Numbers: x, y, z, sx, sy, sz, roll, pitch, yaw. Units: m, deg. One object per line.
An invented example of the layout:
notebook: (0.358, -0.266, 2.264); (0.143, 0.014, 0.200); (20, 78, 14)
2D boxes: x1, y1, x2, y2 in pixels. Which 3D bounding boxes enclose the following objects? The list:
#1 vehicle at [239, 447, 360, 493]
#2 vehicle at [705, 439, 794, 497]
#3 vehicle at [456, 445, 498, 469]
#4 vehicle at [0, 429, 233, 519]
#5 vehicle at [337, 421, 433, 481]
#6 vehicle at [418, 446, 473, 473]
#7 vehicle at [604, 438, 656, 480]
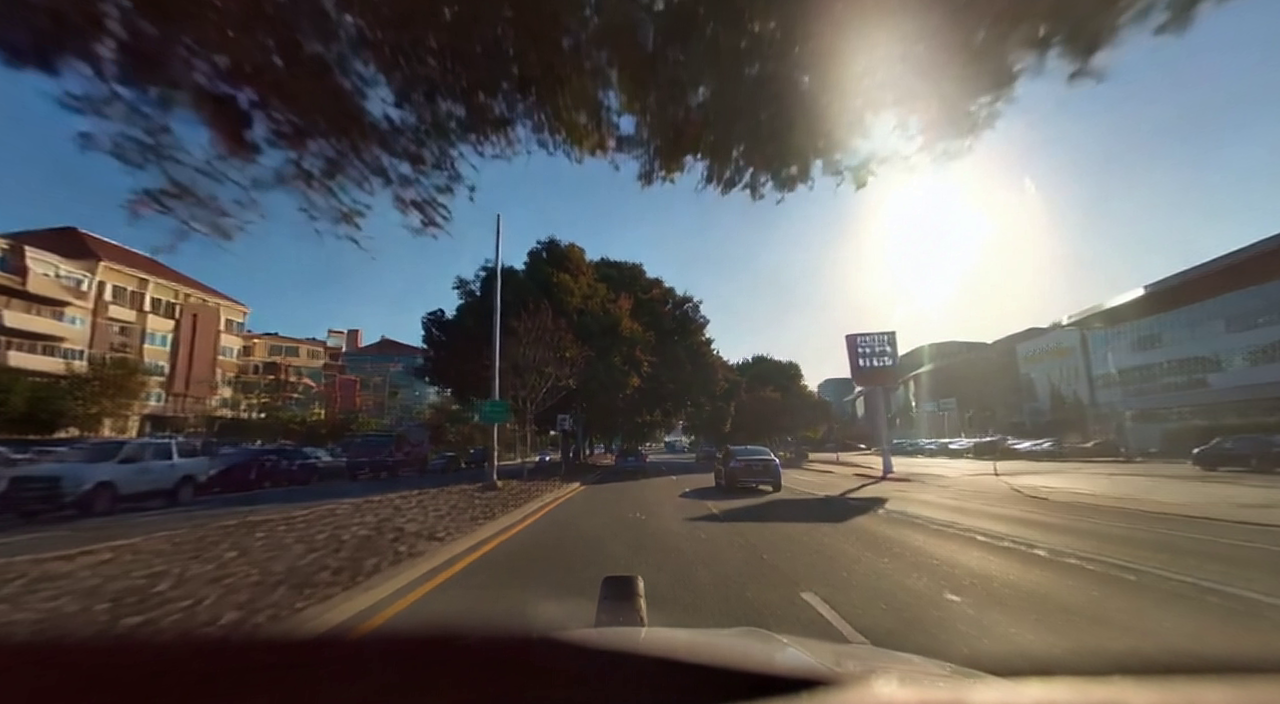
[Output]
vehicle: (-12.165, 4.203, 22.974); (1.923, 1.502, 4.422); (0, -9, 0)
vehicle: (3.068, 3.341, 18.546); (1.852, 1.498, 3.825); (0, -9, -1)
vehicle: (-12.215, 7.883, 47.699); (2.002, 1.686, 4.477); (-1, -8, 0)
vehicle: (-12.480, 2.852, 15.310); (2.021, 1.817, 4.740); (0, -9, 0)
vehicle: (-12.271, 4.790, 30.994); (2.263, 2.542, 5.913); (-2, -8, 0)
vehicle: (-11.933, 6.620, 39.150); (2.048, 1.470, 4.514); (-2, -8, -1)
vehicle: (-0.398, 4.702, 28.019); (2.101, 1.694, 3.979); (0, -9, 0)
